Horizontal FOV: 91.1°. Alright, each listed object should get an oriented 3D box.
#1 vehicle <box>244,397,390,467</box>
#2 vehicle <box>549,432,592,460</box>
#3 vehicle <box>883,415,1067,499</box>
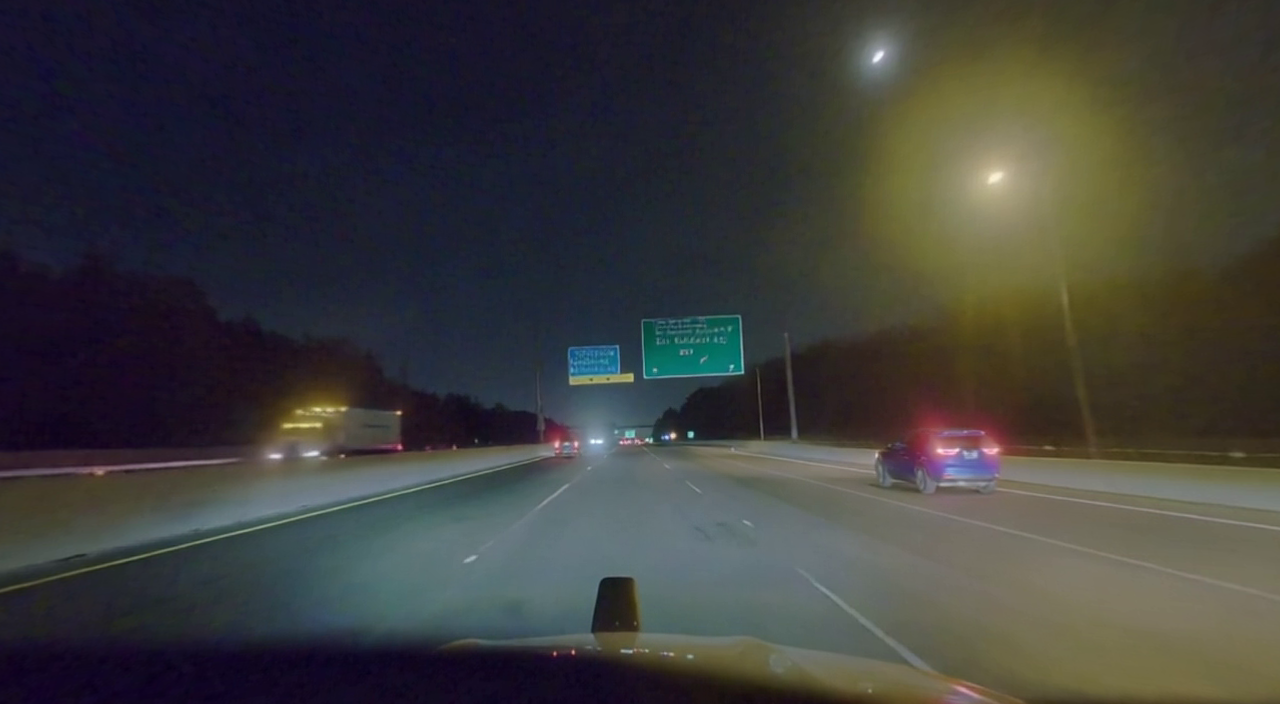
[{"bbox_3d":[-21.556,5.608,43.599,2.899,4.010,14.107,-1,-8,-1],"label":"vehicle"},{"bbox_3d":[-3.902,5.350,35.878,2.032,1.465,4.316,0,-8,-1],"label":"vehicle"},{"bbox_3d":[7.376,2.334,14.380,1.956,1.634,3.935,0,-8,-1],"label":"vehicle"}]
